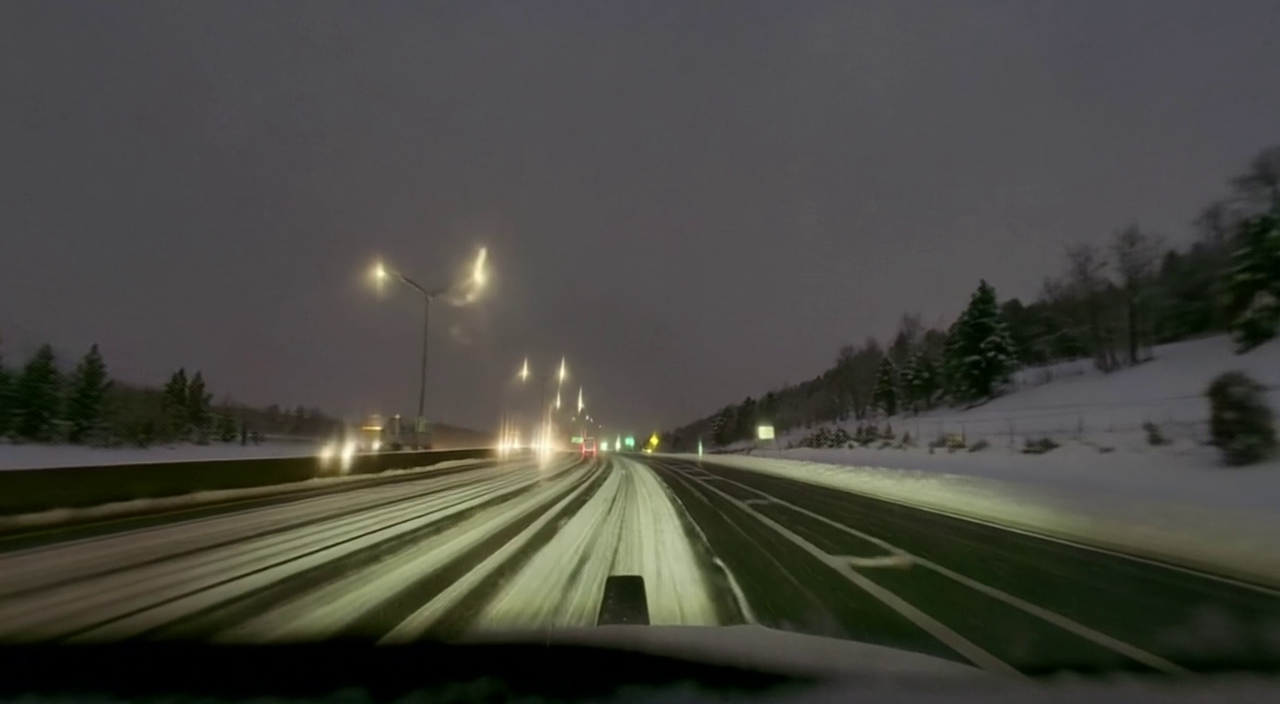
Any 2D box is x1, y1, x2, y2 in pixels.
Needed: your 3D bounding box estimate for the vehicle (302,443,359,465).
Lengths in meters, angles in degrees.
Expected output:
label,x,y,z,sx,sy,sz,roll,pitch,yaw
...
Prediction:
label,x,y,z,sx,sy,sz,roll,pitch,yaw
vehicle,-22.720,7.480,46.441,1.905,1.477,4.669,0,-8,-1
